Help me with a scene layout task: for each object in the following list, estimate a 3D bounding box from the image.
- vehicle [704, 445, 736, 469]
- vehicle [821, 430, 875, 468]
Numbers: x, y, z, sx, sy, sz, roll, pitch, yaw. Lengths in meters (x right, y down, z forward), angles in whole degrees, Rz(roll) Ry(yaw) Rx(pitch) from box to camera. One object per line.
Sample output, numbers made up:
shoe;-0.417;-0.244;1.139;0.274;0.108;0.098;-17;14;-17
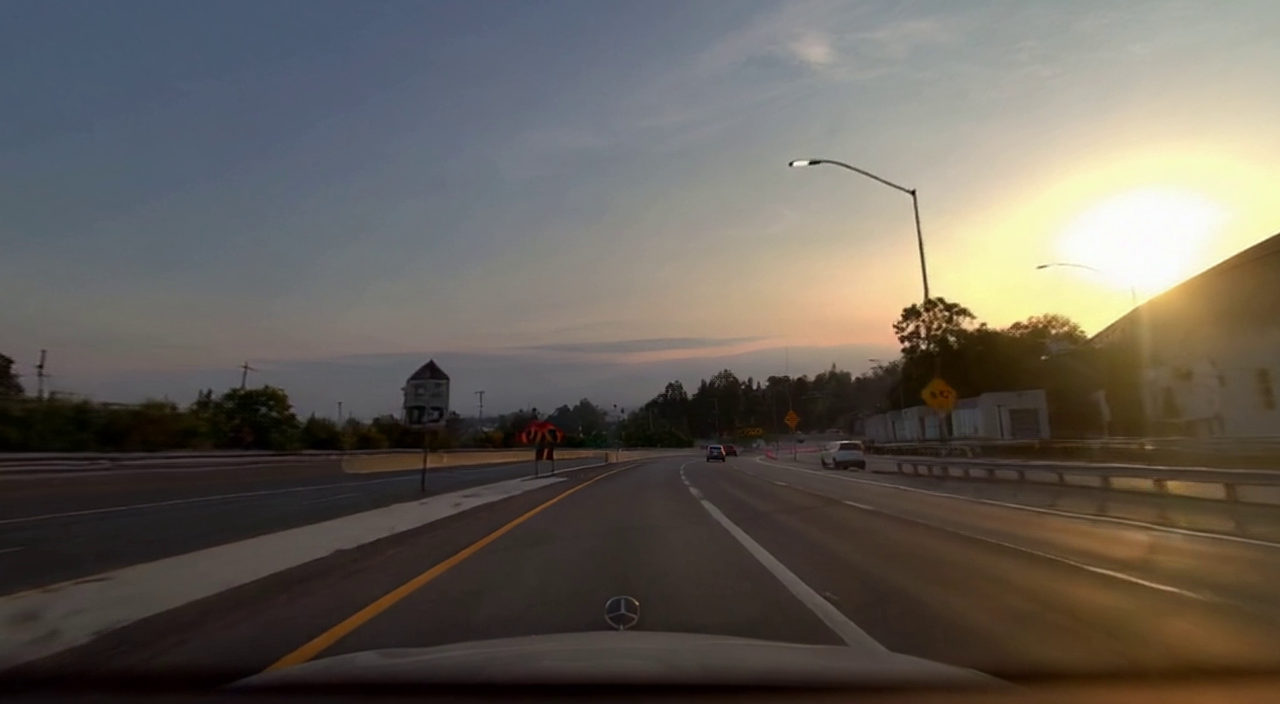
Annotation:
vehicle;5.376;7.098;42.958;1.874;1.506;4.116;-1;-8;3
vehicle;14.271;6.681;43.568;3.055;2.511;2.572;-2;-9;8
